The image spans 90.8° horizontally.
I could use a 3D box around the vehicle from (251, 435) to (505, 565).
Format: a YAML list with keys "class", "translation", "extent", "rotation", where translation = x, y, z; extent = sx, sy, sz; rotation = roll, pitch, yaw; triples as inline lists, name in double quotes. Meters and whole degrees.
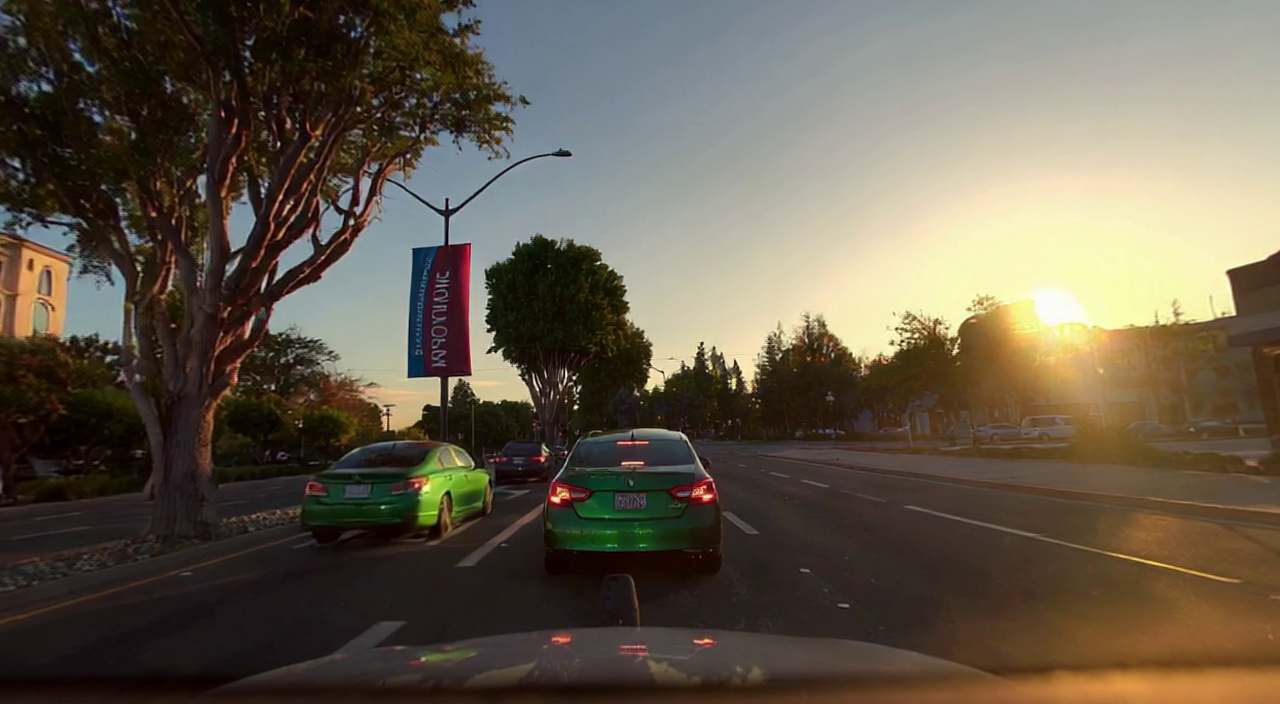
- class: "vehicle"
  translation: [-3.412, 1.987, 9.335]
  extent: [1.952, 1.431, 4.383]
  rotation: [0, -8, -1]

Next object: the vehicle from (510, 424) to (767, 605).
- class: "vehicle"
  translation: [-0.072, 1.639, 7.297]
  extent: [2.126, 1.475, 3.967]
  rotation: [0, -8, -2]
